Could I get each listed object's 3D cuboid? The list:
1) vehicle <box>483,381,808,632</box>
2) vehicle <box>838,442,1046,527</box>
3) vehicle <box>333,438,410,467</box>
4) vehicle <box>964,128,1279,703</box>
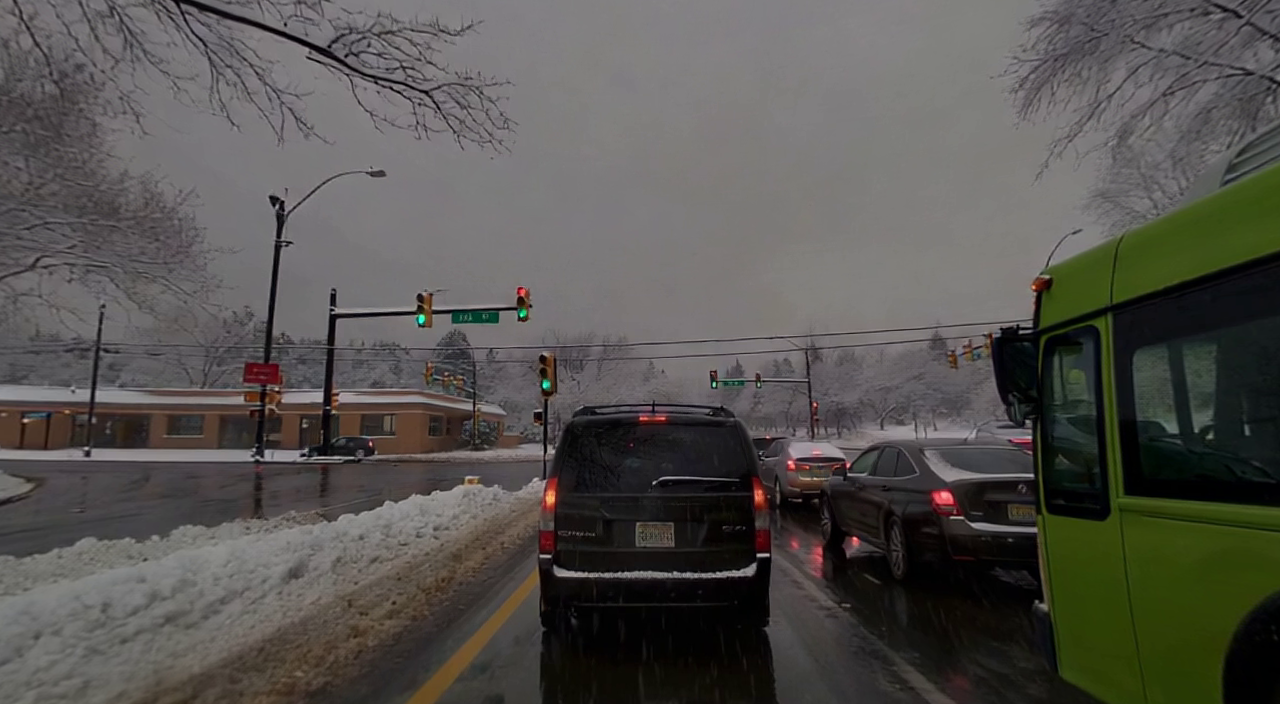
[{"bbox_3d":[0.012,1.475,7.013,2.381,1.842,4.603,0,-8,-1],"label":"vehicle"},{"bbox_3d":[5.977,2.638,13.233,1.987,1.457,4.675,0,-8,-1],"label":"vehicle"},{"bbox_3d":[-16.927,6.350,39.751,4.097,1.720,1.924,2,-9,-13],"label":"vehicle"},{"bbox_3d":[2.615,0.318,0.433,2.037,2.065,5.037,0,-8,0],"label":"vehicle"}]
